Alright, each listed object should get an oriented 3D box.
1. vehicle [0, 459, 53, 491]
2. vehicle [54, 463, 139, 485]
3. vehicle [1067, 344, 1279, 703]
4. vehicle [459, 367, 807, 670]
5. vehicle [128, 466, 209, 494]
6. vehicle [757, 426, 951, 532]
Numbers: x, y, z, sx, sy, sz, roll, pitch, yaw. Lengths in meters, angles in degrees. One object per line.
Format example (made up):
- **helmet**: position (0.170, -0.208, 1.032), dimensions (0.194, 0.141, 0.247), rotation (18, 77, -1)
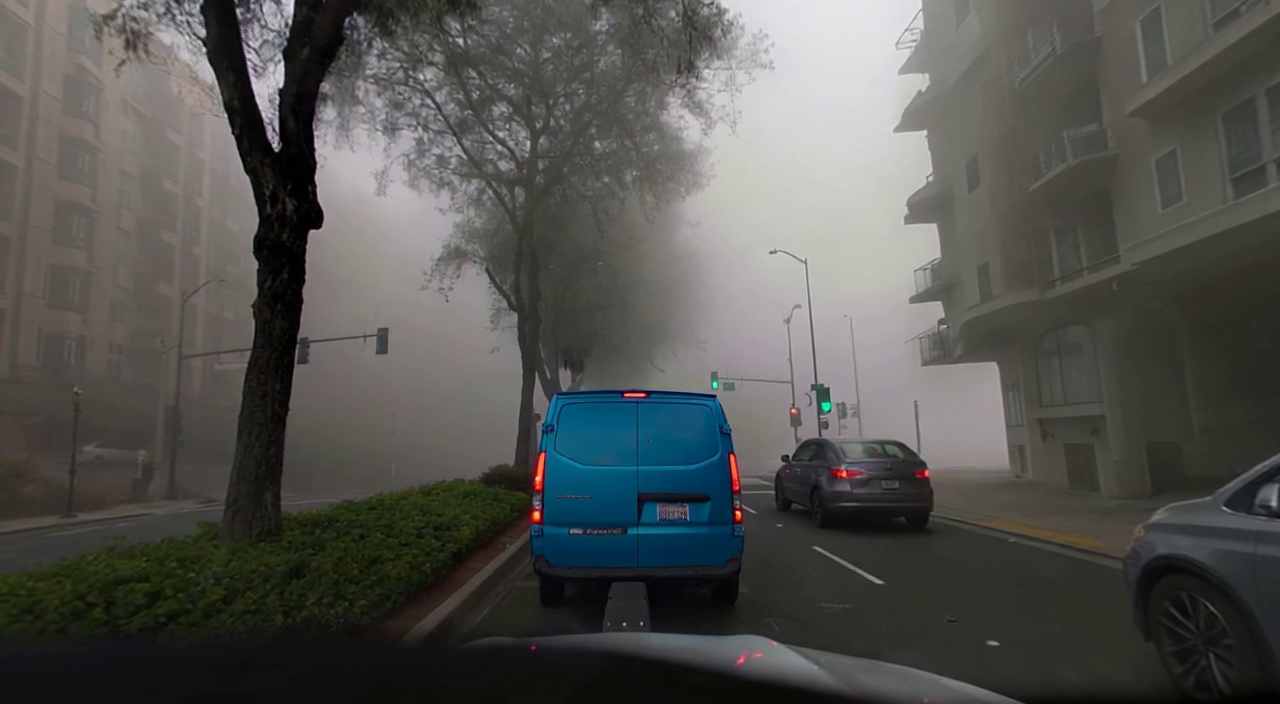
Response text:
- **vehicle**: position (-35.516, 6.843, 35.174), dimensions (3.843, 1.680, 1.782), rotation (-1, -9, 5)
- **vehicle**: position (-38.437, 8.637, 44.652), dimensions (4.396, 1.458, 1.809), rotation (-1, -9, 2)
- **vehicle**: position (3.808, 0.724, 1.885), dimensions (2.157, 1.748, 4.130), rotation (0, -9, 1)
- **vehicle**: position (-0.034, 1.329, 6.047), dimensions (2.101, 1.828, 4.270), rotation (0, -9, 0)
- **vehicle**: position (-33.226, 9.062, 44.530), dimensions (4.292, 1.492, 1.772), rotation (-6, -14, -1)
- **vehicle**: position (3.888, 2.394, 12.557), dimensions (2.061, 1.676, 4.734), rotation (0, -9, -2)
